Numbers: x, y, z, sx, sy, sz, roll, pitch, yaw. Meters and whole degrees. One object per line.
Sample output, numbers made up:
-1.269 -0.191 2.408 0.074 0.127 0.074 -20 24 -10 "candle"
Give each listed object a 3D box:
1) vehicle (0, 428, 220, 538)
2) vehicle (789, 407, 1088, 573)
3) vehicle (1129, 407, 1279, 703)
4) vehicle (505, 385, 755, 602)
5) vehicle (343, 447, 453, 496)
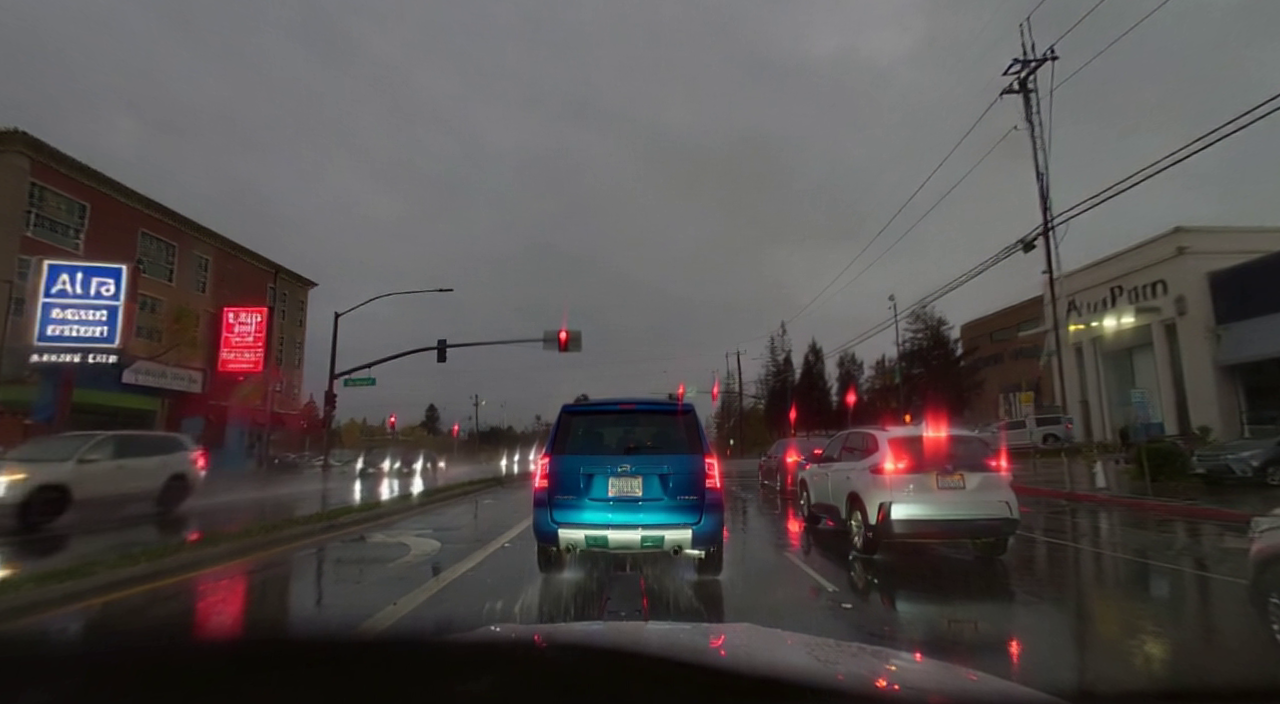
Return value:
-11.868 2.606 13.326 2.224 1.840 5.290 0 -8 1 "vehicle"
3.627 1.752 8.793 2.036 1.719 4.318 0 -8 0 "vehicle"
3.370 0.724 0.809 1.884 1.484 4.609 0 -8 2 "vehicle"
-0.002 1.534 7.672 2.154 1.861 4.280 0 -8 2 "vehicle"
-8.146 4.043 21.715 1.930 1.484 4.252 0 -8 2 "vehicle"
